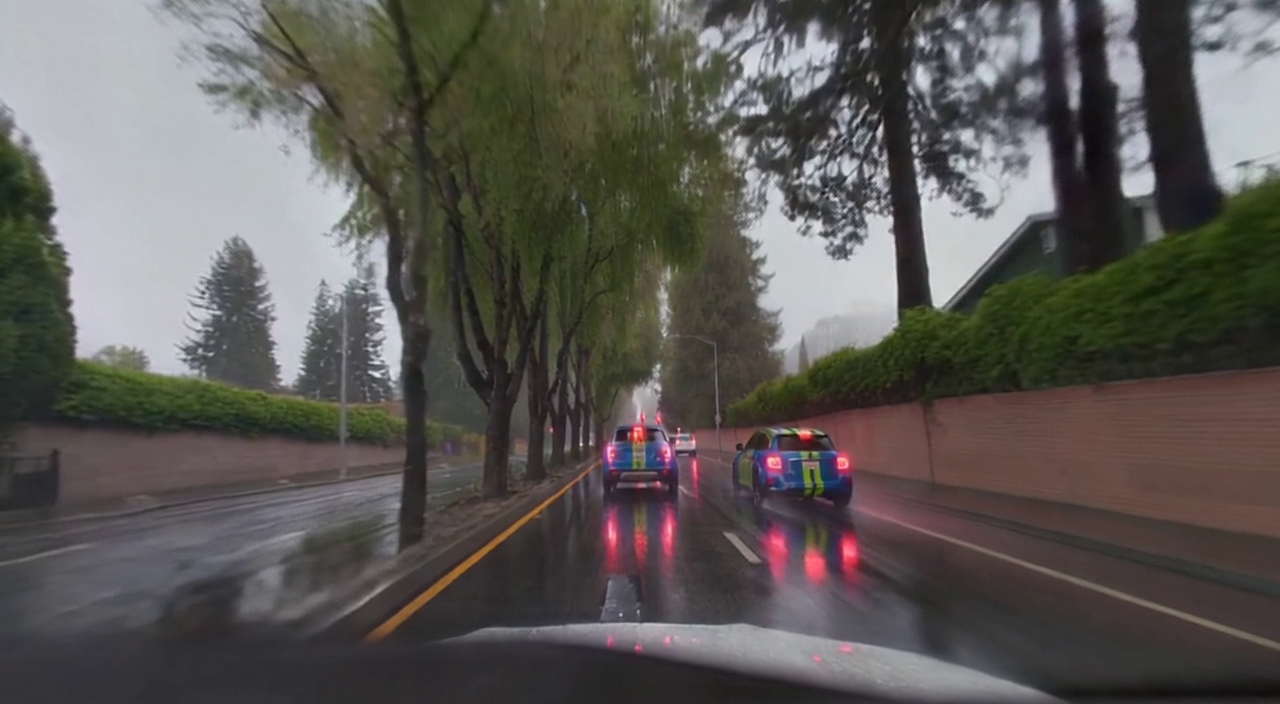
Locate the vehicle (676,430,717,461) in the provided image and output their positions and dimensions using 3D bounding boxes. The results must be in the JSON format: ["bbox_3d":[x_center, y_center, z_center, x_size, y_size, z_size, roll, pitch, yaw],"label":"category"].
[{"bbox_3d":[3.132,5.243,35.381,1.863,1.610,3.726,0,-8,-1],"label":"vehicle"}]

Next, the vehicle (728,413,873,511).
[{"bbox_3d":[3.140,2.257,13.280,1.840,1.709,4.202,0,-8,-2],"label":"vehicle"}]

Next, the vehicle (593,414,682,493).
[{"bbox_3d":[-0.095,2.534,15.861,1.984,1.777,3.148,0,-8,-2],"label":"vehicle"}]
